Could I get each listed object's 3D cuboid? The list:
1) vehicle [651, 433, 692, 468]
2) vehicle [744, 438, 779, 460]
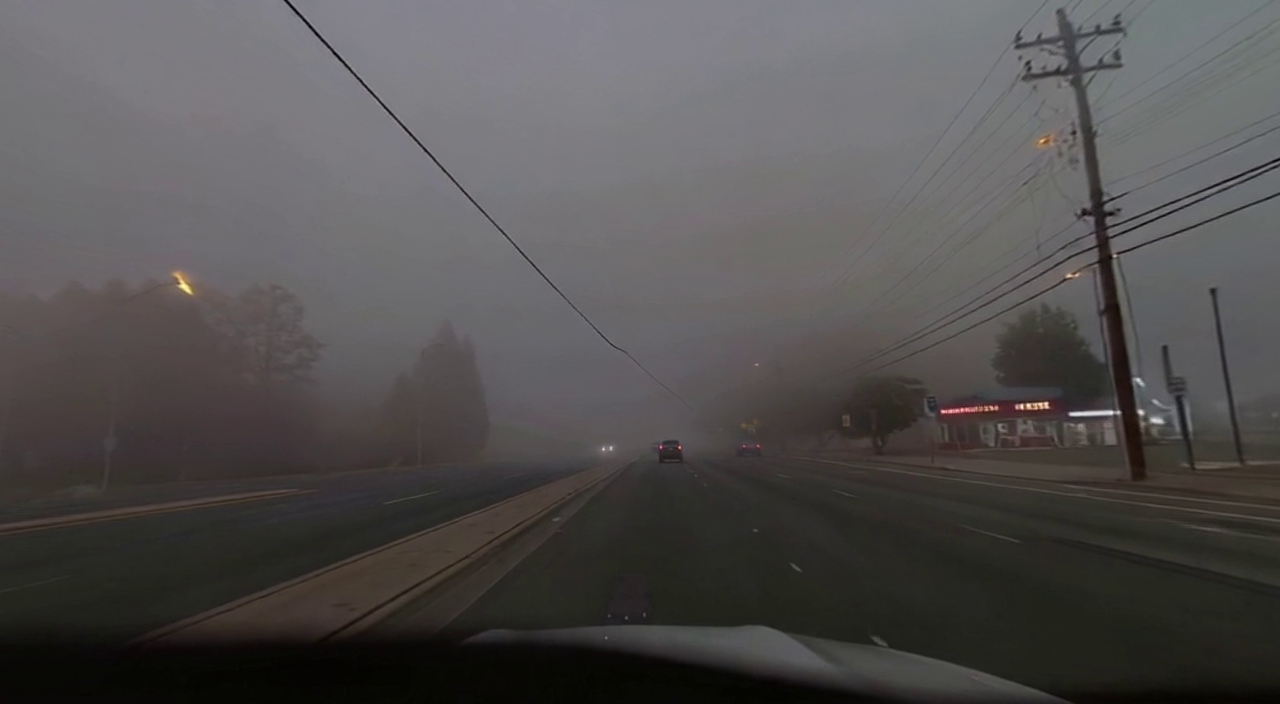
[{"bbox_3d":[1.709,5.615,36.115,2.141,1.842,4.889,0,-8,0],"label":"vehicle"},{"bbox_3d":[8.765,7.061,45.900,1.760,1.481,4.161,0,-8,0],"label":"vehicle"}]
